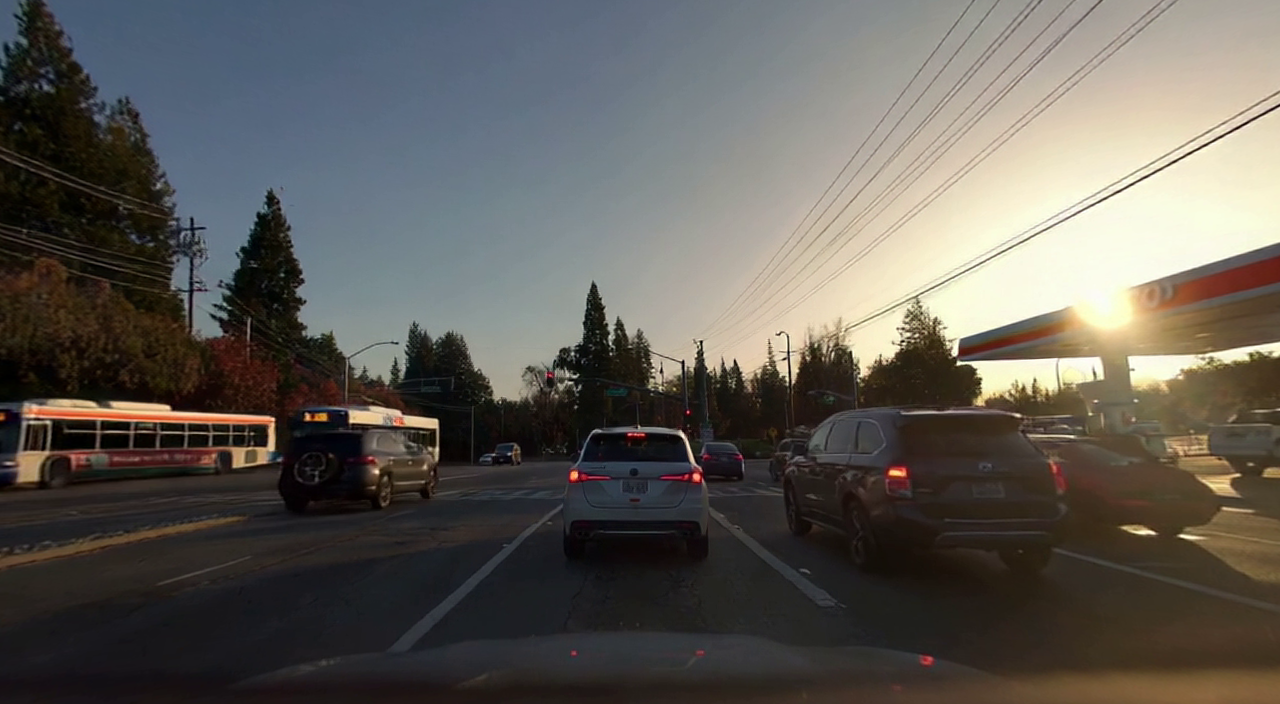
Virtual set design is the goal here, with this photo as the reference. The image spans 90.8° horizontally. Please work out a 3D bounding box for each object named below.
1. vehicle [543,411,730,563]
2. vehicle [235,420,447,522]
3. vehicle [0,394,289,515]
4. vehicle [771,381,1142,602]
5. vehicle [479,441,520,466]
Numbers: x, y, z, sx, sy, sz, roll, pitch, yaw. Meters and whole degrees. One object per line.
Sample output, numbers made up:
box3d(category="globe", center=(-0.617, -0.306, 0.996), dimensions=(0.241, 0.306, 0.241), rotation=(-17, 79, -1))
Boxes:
box3d(category="vehicle", center=(-0.088, 1.811, 9.146), dimensions=(2.087, 1.677, 4.053), rotation=(0, -9, -1))
box3d(category="vehicle", center=(-6.075, 2.487, 13.744), dimensions=(2.190, 1.795, 4.993), rotation=(0, -9, -1))
box3d(category="vehicle", center=(-18.851, 3.885, 24.652), dimensions=(3.010, 3.475, 12.655), rotation=(0, -8, 0))
box3d(category="vehicle", center=(3.068, 1.461, 7.410), dimensions=(2.049, 1.813, 4.245), rotation=(0, -9, -1))
box3d(category="vehicle", center=(-10.563, 7.653, 47.768), dimensions=(2.075, 1.719, 4.396), rotation=(0, -9, 0))
